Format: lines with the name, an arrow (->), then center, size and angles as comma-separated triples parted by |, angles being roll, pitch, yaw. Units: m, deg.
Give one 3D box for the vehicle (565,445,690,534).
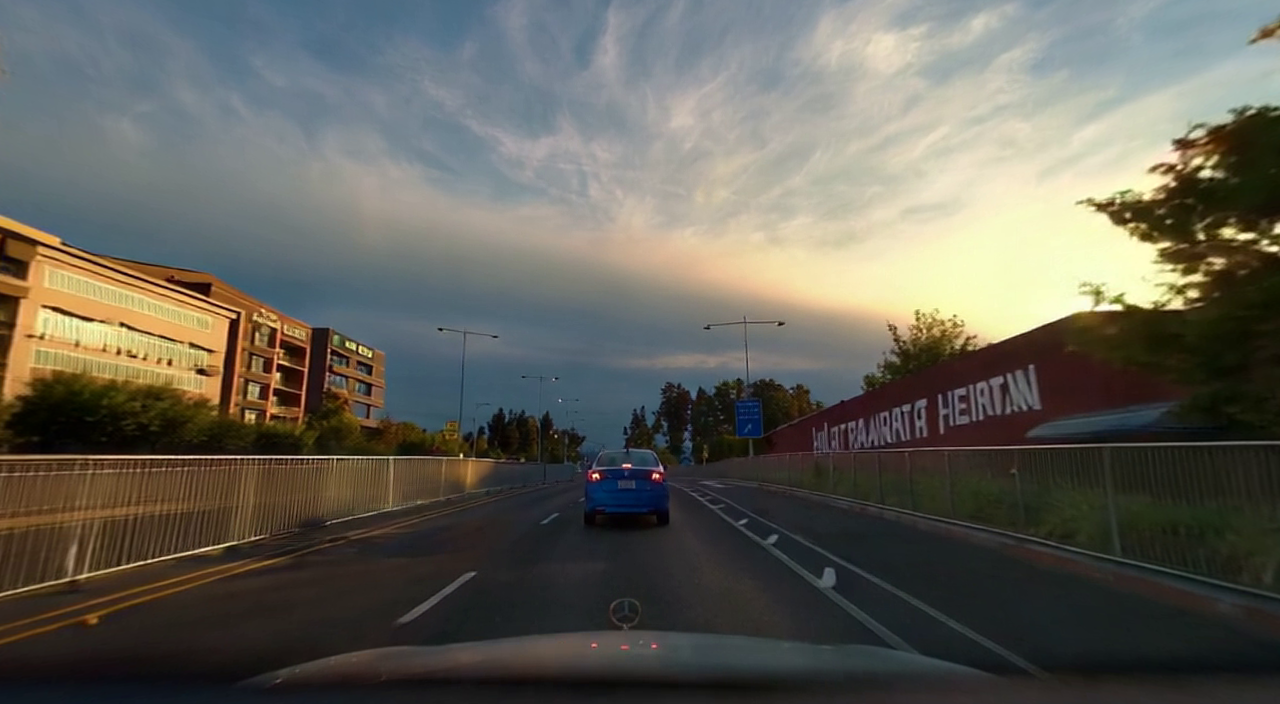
vehicle -> -0.228, 2.589, 12.455 | 2.063, 1.442, 3.933 | 0, -9, 0
